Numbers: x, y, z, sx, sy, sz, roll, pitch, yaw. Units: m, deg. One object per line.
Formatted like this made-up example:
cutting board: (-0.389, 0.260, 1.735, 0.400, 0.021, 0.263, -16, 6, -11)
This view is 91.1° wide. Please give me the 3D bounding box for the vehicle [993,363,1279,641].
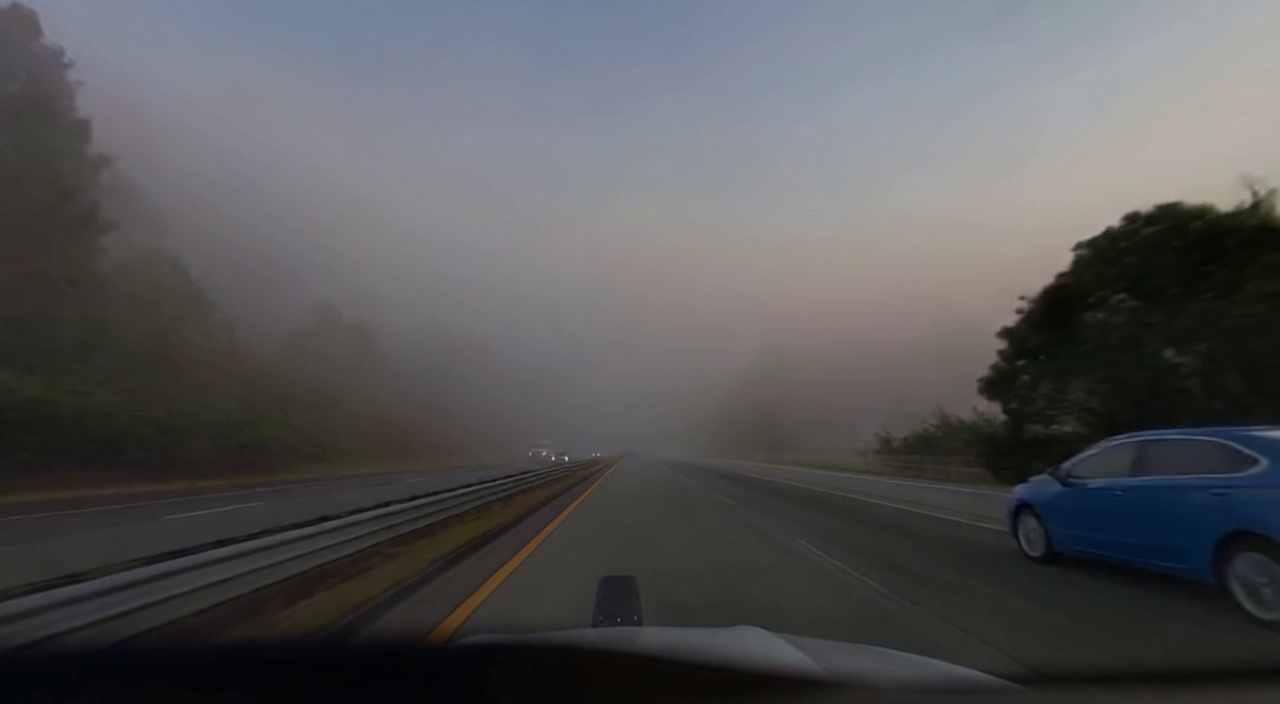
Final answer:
vehicle: (5.199, 1.087, 4.895, 2.117, 1.783, 4.627, -1, -9, -1)
